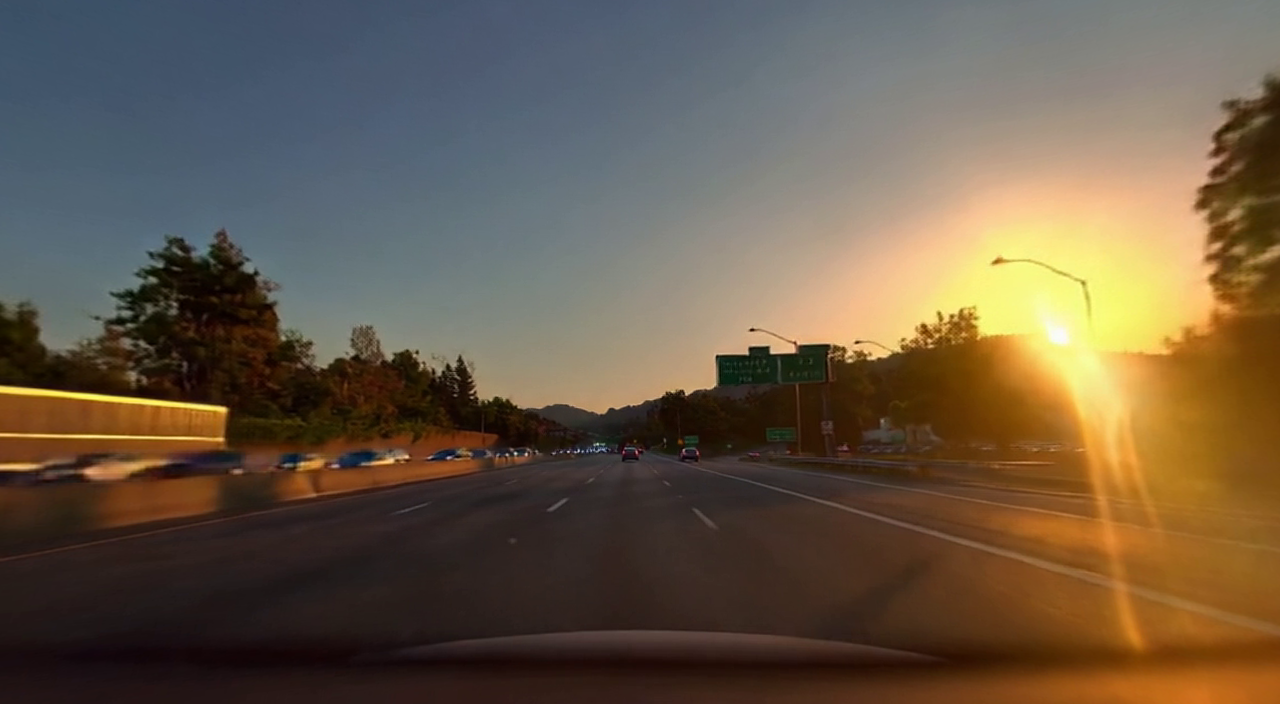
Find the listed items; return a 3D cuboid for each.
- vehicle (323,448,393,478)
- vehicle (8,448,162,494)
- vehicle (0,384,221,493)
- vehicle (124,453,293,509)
[{"bbox_3d":[-16.368,6.444,36.911,2.038,1.608,4.445,0,-9,0],"label":"vehicle"},{"bbox_3d":[-22.181,4.740,25.569,2.109,1.670,4.549,0,-9,-1],"label":"vehicle"},{"bbox_3d":[-26.545,4.116,29.438,2.913,4.193,16.627,0,-9,-1],"label":"vehicle"},{"bbox_3d":[-12.832,3.827,19.244,1.908,1.467,4.603,0,-9,0],"label":"vehicle"}]
